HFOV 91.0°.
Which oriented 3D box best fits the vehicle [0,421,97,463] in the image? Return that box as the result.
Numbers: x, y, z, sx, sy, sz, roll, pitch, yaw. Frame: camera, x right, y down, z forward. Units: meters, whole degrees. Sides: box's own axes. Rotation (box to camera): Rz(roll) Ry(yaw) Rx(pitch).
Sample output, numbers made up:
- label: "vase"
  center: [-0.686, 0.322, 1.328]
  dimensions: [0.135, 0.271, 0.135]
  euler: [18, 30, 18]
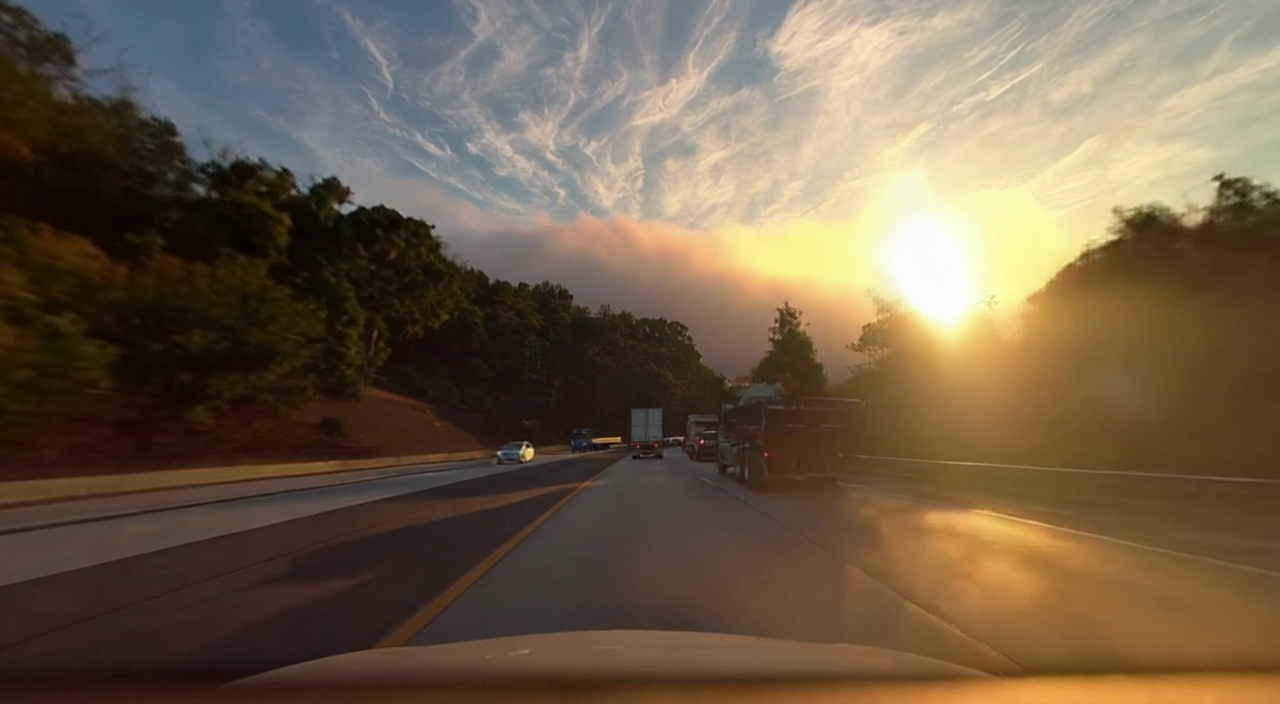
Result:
- label: "vehicle"
  center: [-47.232, 6.860, 47.826]
  dimensions: [3.052, 2.977, 11.341]
  euler: [1, -8, -7]

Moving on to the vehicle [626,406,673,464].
- label: "vehicle"
  center: [0.607, 5.238, 39.366]
  dimensions: [2.644, 3.247, 7.454]
  euler: [-1, -8, 1]

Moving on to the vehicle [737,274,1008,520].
- label: "vehicle"
  center: [4.433, 1.287, 14.654]
  dimensions: [2.860, 4.036, 8.586]
  euler: [0, -8, -1]
